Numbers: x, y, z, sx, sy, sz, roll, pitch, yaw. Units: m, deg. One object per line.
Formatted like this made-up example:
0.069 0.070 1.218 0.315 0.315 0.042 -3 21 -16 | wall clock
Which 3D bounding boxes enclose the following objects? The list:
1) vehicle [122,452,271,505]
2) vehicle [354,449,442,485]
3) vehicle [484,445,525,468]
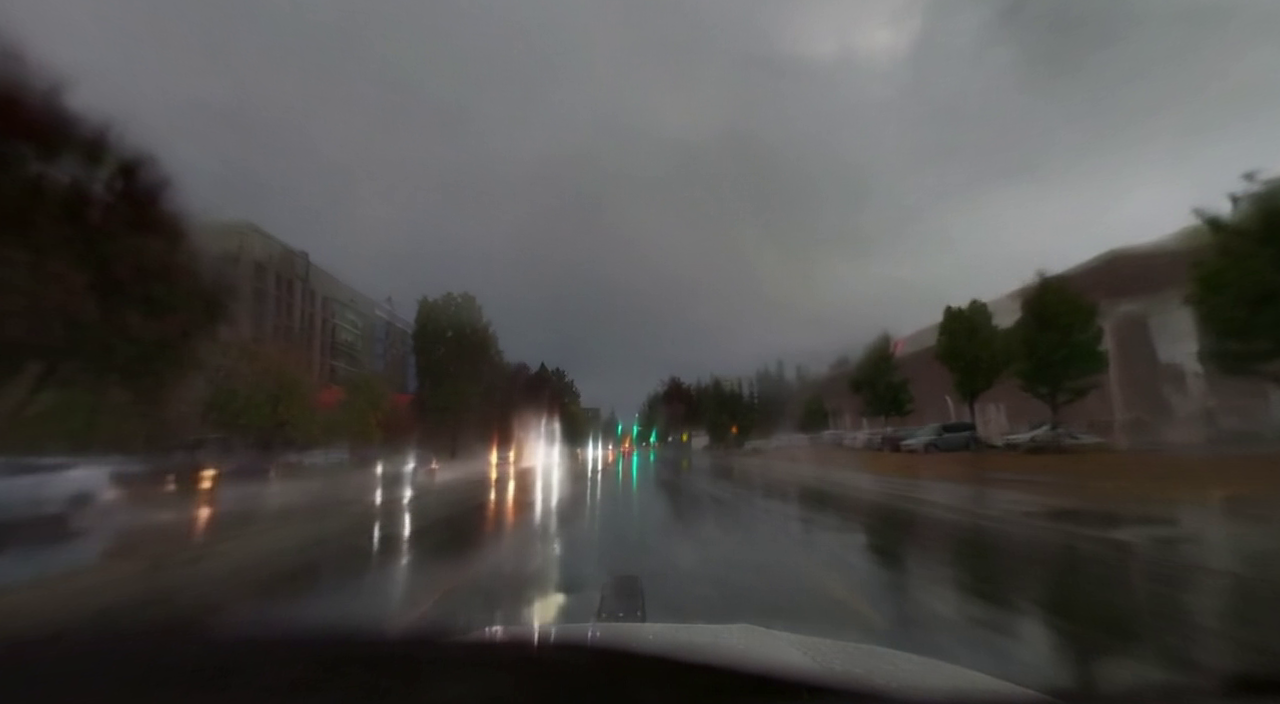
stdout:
-16.571 4.693 24.015 2.012 1.757 4.944 0 -9 1 | vehicle
-10.724 5.118 28.458 2.020 1.490 4.657 0 -9 1 | vehicle
-10.279 7.949 48.225 2.025 1.704 4.523 0 -9 2 | vehicle
